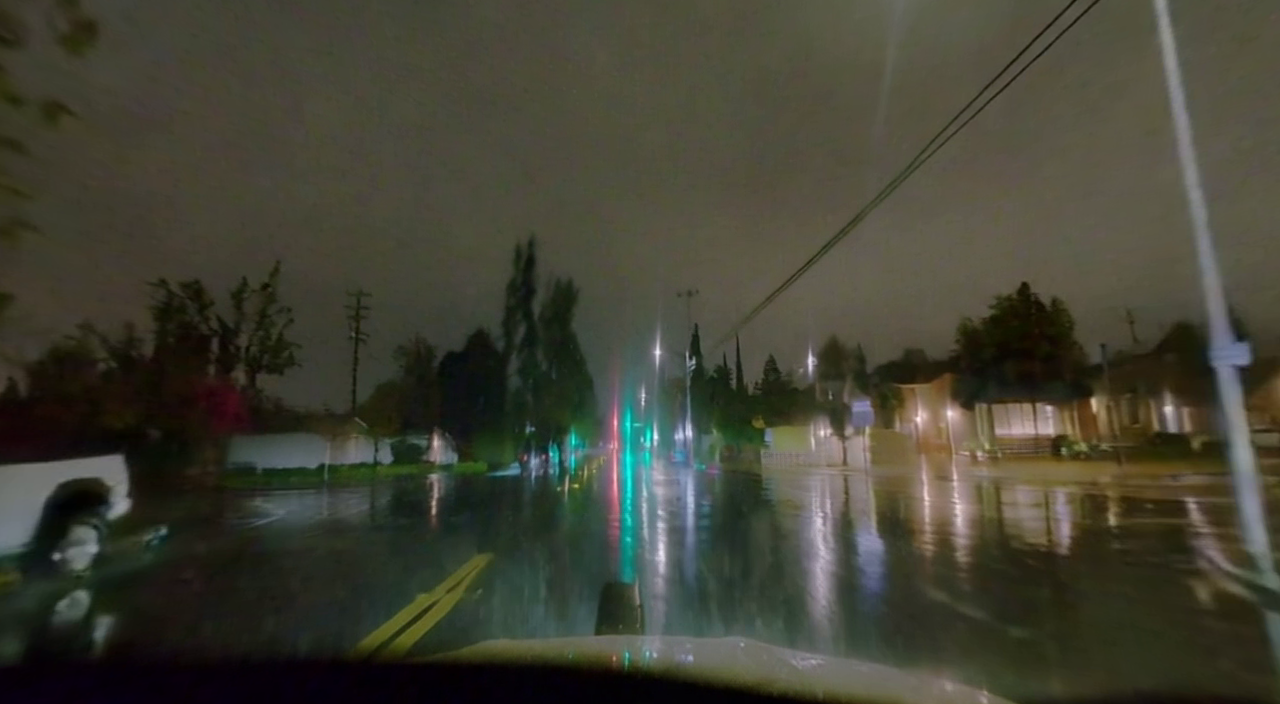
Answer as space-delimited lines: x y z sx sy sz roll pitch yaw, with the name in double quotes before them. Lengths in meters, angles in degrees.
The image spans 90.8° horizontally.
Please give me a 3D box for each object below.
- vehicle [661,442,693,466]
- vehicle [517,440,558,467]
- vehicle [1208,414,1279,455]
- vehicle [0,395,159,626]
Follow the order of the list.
"vehicle" 2.628 7.295 45.482 1.896 1.602 4.571 0 -8 -1
"vehicle" -7.697 7.701 47.912 2.266 1.877 5.167 -1 -9 0
"vehicle" 29.657 3.815 29.307 1.923 1.805 4.876 -1 -6 -1
"vehicle" -6.142 1.255 4.663 2.087 1.835 4.445 -1 -7 -7
